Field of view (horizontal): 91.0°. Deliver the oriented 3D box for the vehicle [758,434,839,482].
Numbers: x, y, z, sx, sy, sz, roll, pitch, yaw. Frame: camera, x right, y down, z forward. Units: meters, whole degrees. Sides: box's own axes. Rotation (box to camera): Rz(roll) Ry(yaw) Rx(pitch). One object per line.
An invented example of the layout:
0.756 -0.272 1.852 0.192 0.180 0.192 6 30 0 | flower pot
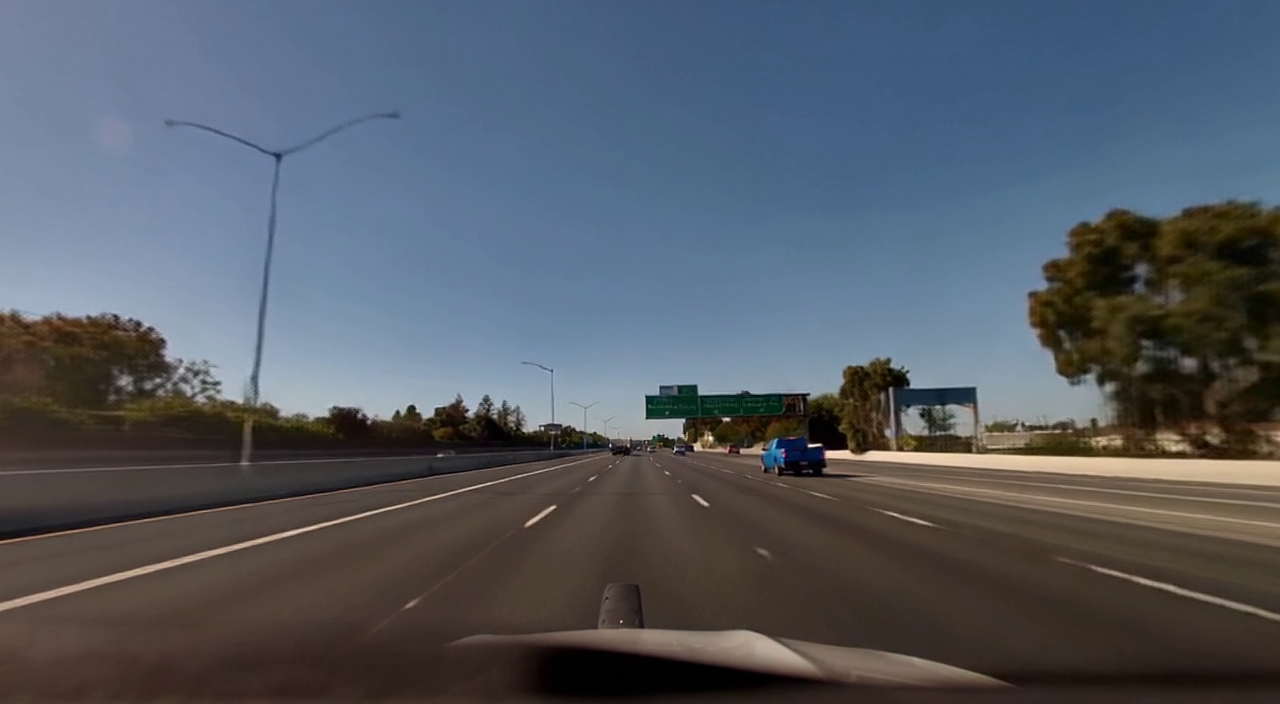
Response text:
6.298 4.266 25.634 2.096 1.767 4.601 0 -9 0 | vehicle
